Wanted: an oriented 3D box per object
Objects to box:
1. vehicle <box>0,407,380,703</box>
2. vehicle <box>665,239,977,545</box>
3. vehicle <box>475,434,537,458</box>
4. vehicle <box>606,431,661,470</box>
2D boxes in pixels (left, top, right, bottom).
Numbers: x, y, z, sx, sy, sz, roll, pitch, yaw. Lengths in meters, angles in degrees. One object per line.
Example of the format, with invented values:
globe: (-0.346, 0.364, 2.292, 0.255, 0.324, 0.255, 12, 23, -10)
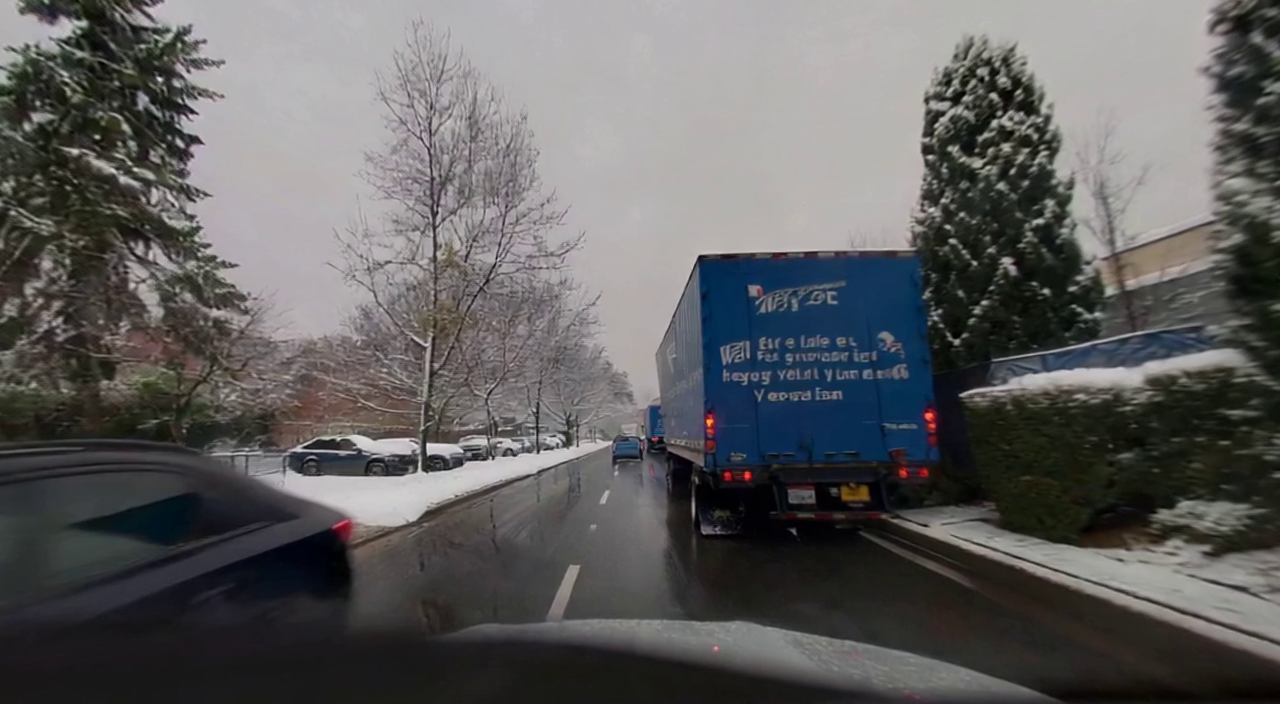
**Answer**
vehicle: (-2.632, 0.954, 2.173, 1.870, 1.448, 3.677, 0, -8, 1)
vehicle: (2.325, 1.142, 12.832, 3.019, 3.659, 10.648, 0, -8, -1)
vehicle: (-8.561, 6.025, 40.448, 3.569, 1.520, 1.797, 0, -8, -2)
vehicle: (-0.233, 4.083, 26.343, 2.160, 1.498, 3.909, -1, -8, 1)
